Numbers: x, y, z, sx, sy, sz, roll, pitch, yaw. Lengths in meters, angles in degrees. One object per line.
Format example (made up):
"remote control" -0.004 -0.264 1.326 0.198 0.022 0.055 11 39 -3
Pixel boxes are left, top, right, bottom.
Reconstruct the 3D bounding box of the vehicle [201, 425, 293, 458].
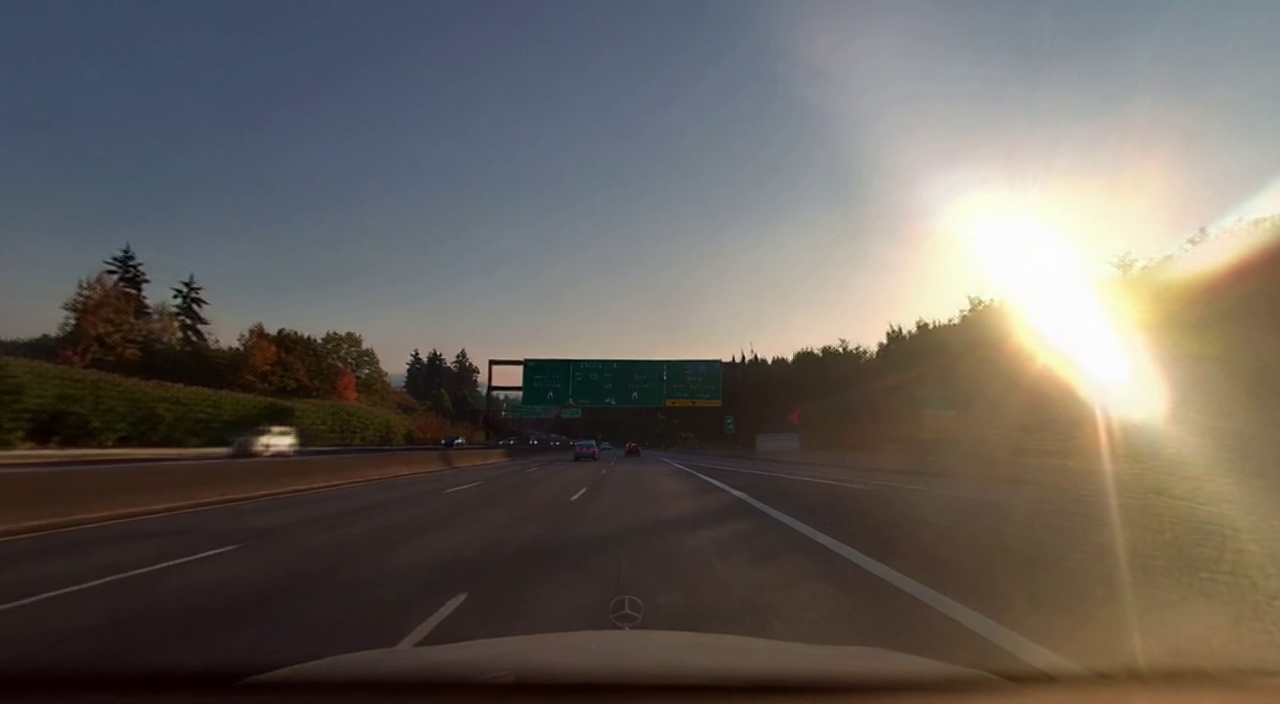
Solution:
"vehicle" -22.739 5.225 36.691 1.973 1.735 5.274 0 -8 0
